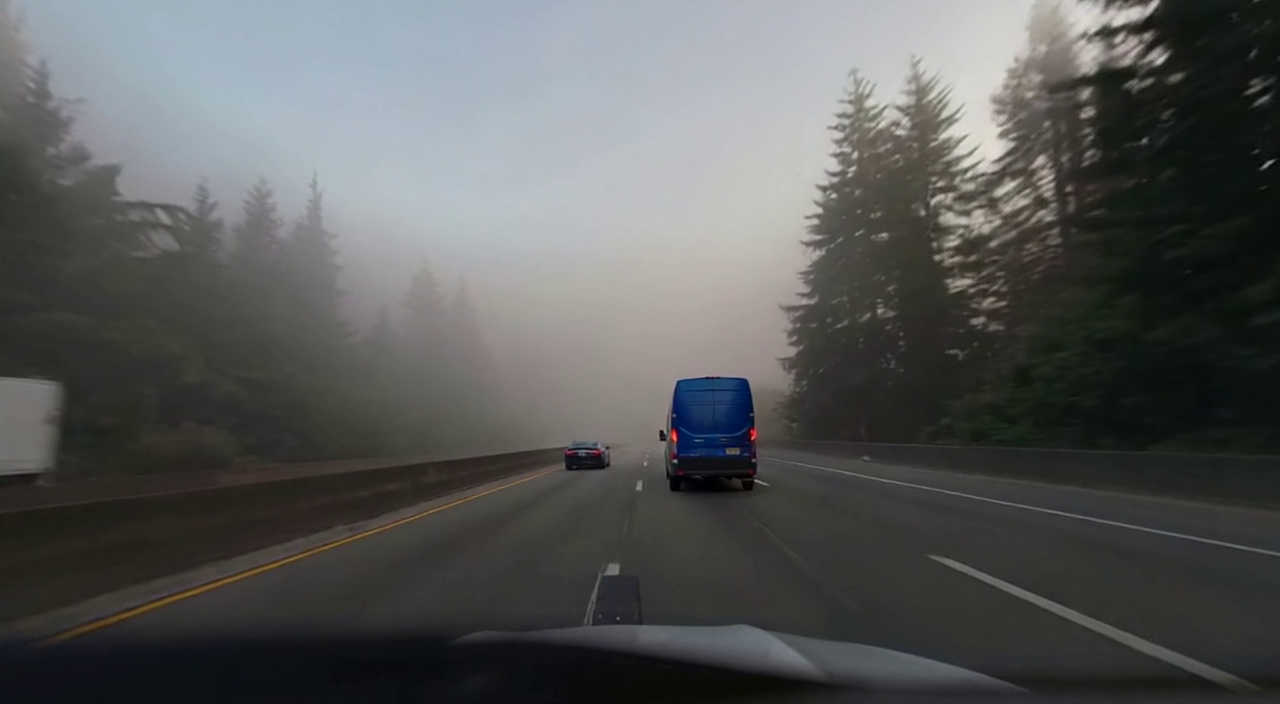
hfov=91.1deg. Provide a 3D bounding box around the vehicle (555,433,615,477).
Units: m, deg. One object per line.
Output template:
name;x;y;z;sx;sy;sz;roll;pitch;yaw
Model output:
vehicle;-2.052;3.955;24.528;1.900;1.524;4.324;0;-8;1

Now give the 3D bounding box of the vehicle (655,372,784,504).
vehicle;1.660;2.177;16.095;2.416;2.595;7.243;0;-8;1
